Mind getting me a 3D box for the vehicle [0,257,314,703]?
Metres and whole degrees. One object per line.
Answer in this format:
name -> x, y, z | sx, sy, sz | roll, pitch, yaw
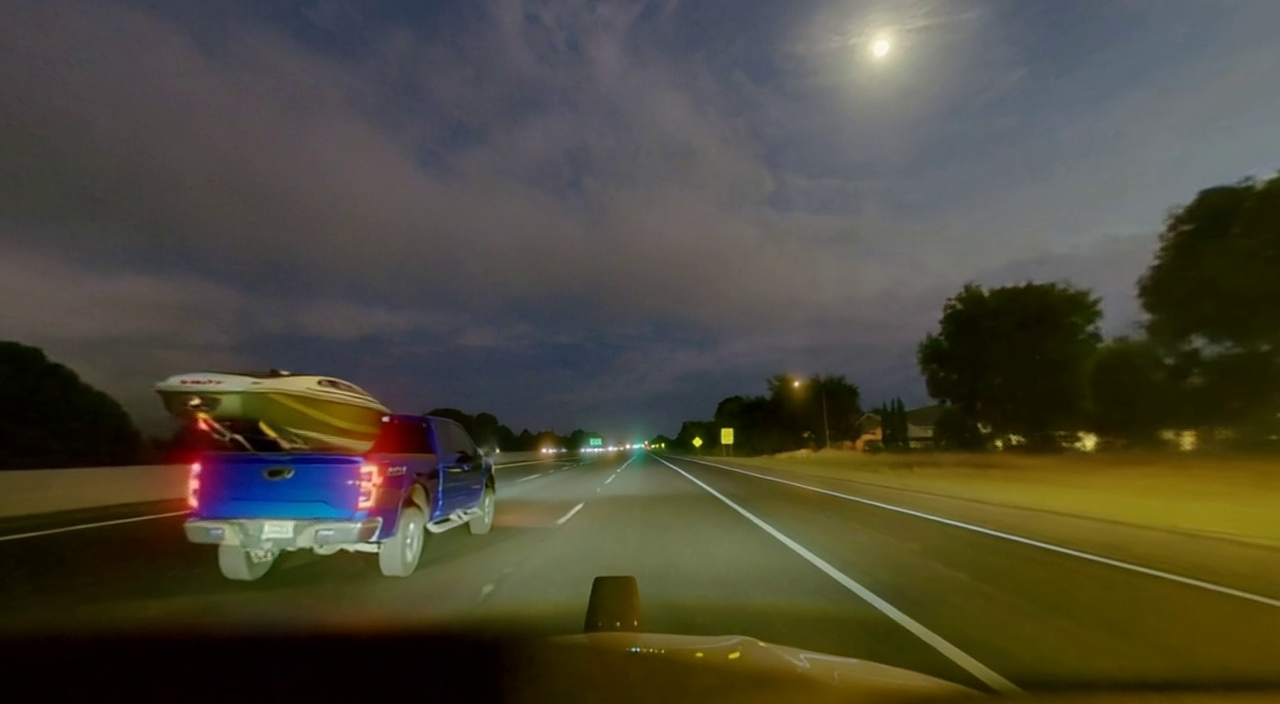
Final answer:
vehicle -> -3.031, 0.528, 1.081 | 1.919, 1.935, 5.609 | 0, -8, 0
